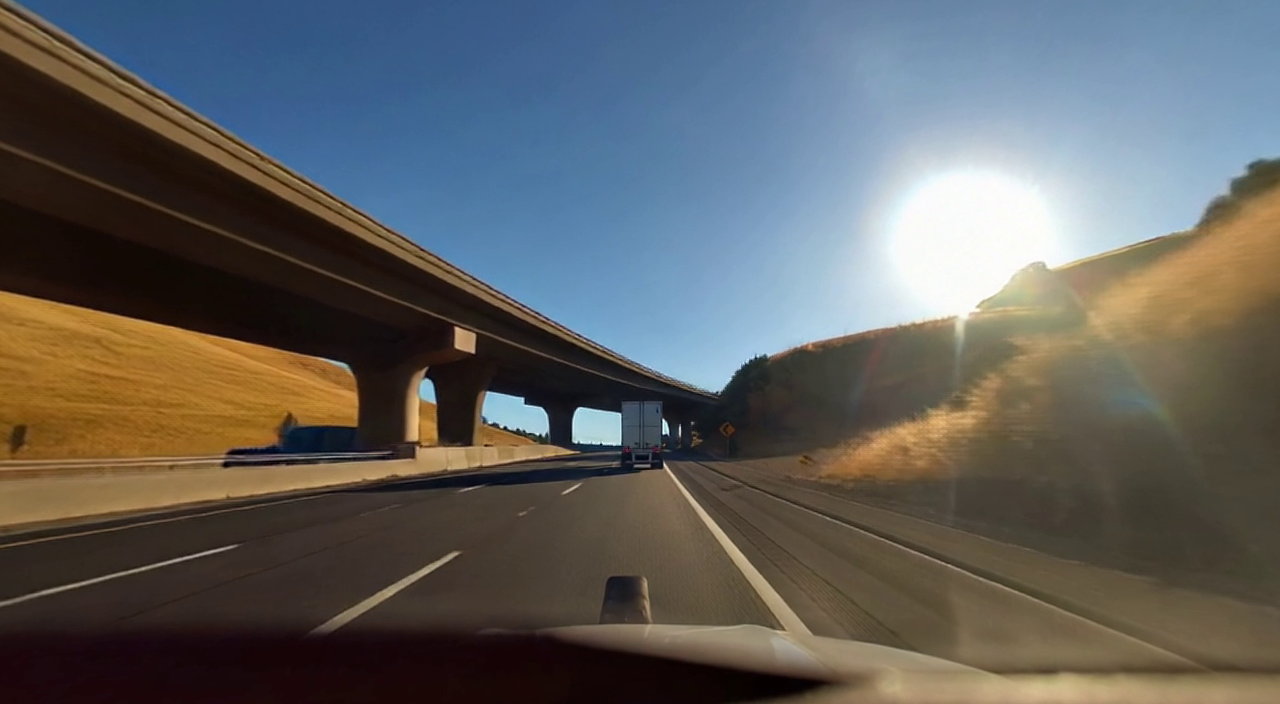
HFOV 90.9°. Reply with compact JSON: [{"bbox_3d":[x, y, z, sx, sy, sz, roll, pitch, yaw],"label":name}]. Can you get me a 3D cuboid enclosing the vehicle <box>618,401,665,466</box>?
[{"bbox_3d":[0.049,5.879,44.830,2.866,4.014,11.261,0,-8,-1],"label":"vehicle"}]
